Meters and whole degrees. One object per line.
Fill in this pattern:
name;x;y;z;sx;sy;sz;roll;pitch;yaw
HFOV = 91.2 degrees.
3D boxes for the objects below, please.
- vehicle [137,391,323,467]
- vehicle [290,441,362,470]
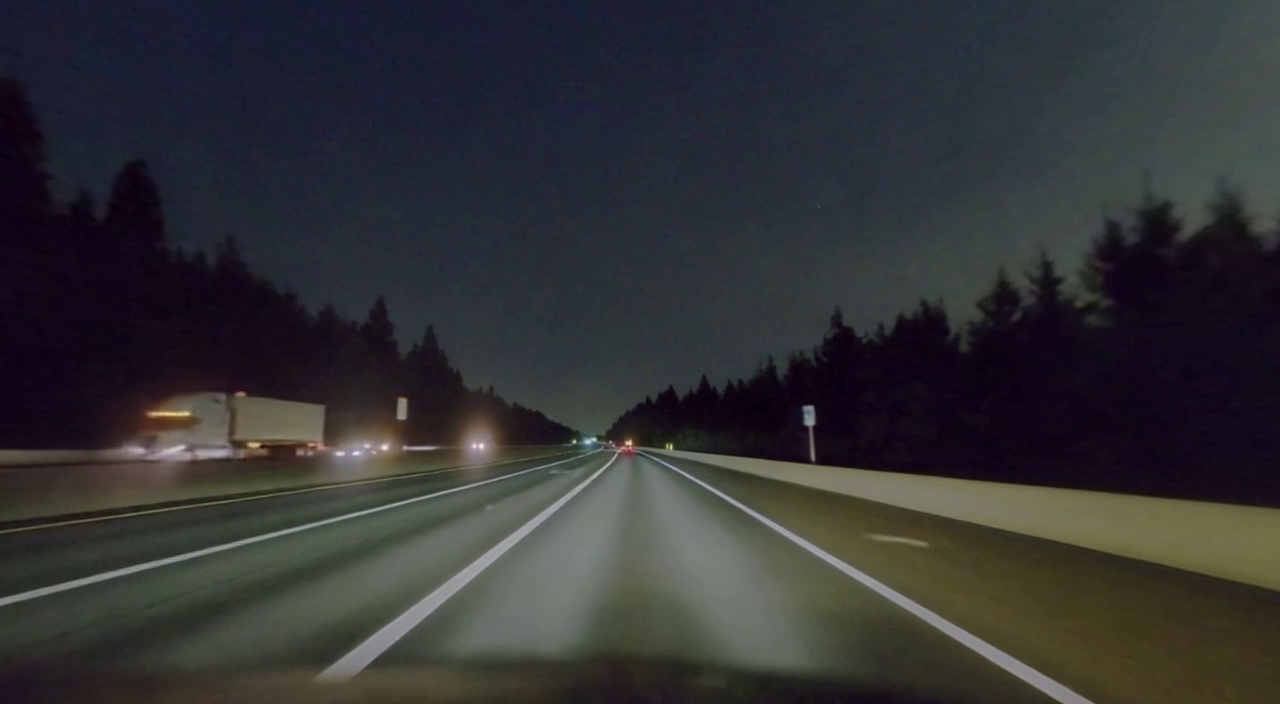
vehicle;-25.437;5.170;40.557;2.832;4.001;14.137;0;-9;-1
vehicle;-17.772;5.856;35.785;1.844;1.527;4.384;0;-9;-1
